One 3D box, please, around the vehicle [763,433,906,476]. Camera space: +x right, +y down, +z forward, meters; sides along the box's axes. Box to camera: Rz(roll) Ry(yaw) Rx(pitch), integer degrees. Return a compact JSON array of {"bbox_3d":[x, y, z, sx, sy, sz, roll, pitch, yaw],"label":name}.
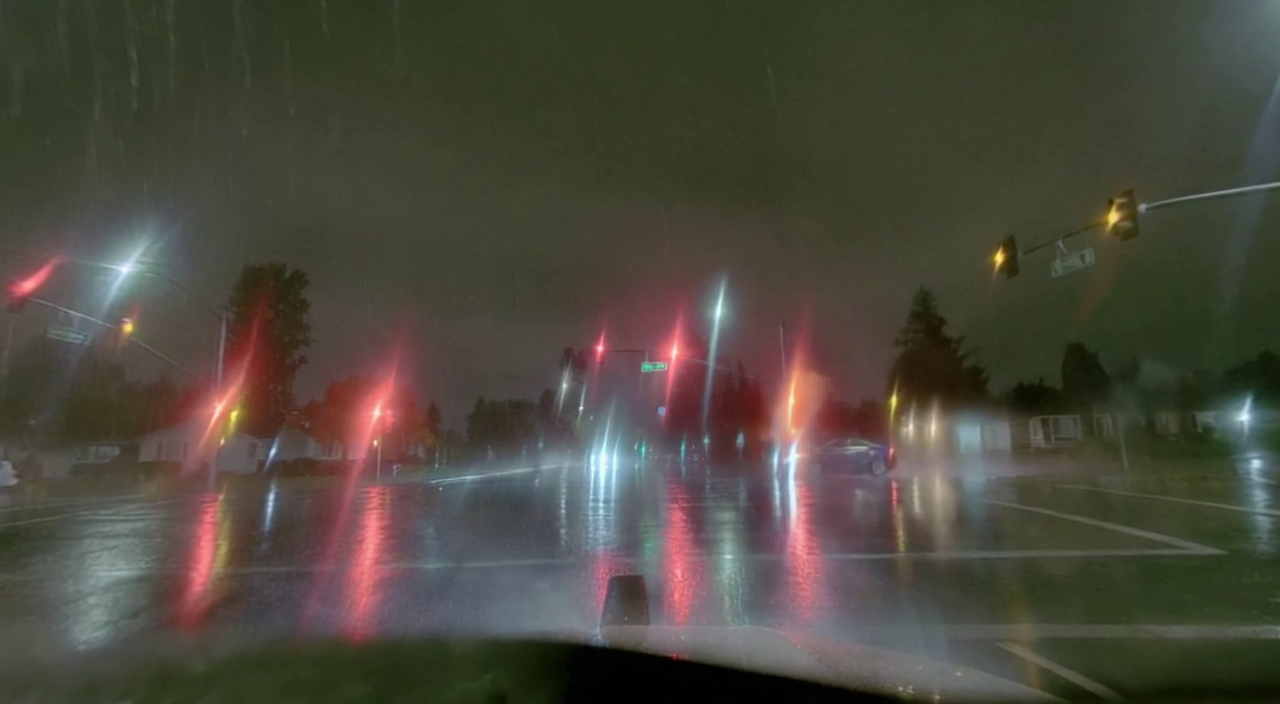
[{"bbox_3d":[6.917,3.691,22.763,4.562,1.460,1.822,0,-8,-1],"label":"vehicle"}]
